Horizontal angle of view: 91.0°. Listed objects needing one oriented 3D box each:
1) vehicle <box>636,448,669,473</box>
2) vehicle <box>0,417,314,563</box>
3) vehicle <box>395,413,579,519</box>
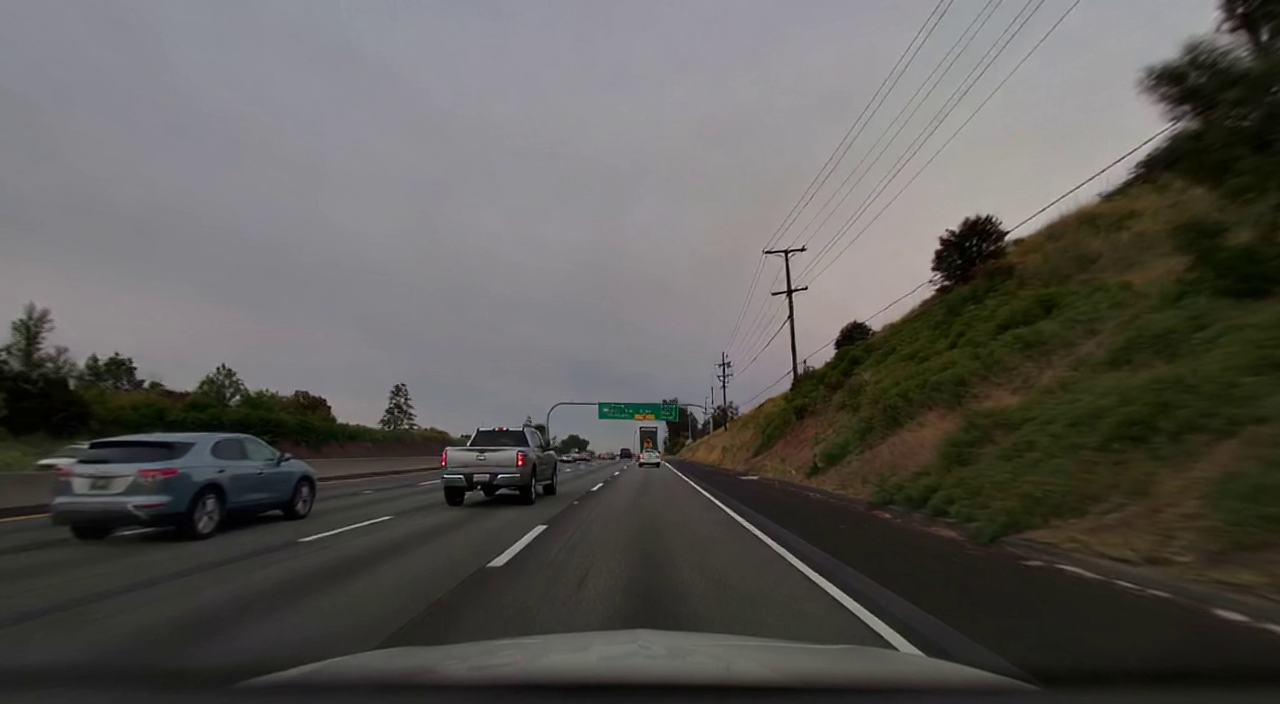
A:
[{"bbox_3d":[0.778,7.130,41.579,2.025,1.485,4.310,0,-9,-1],"label":"vehicle"},{"bbox_3d":[-7.480,1.982,9.825,2.143,1.688,4.776,0,-9,1],"label":"vehicle"},{"bbox_3d":[-3.330,2.728,15.634,2.972,2.087,6.126,0,-9,0],"label":"vehicle"}]
